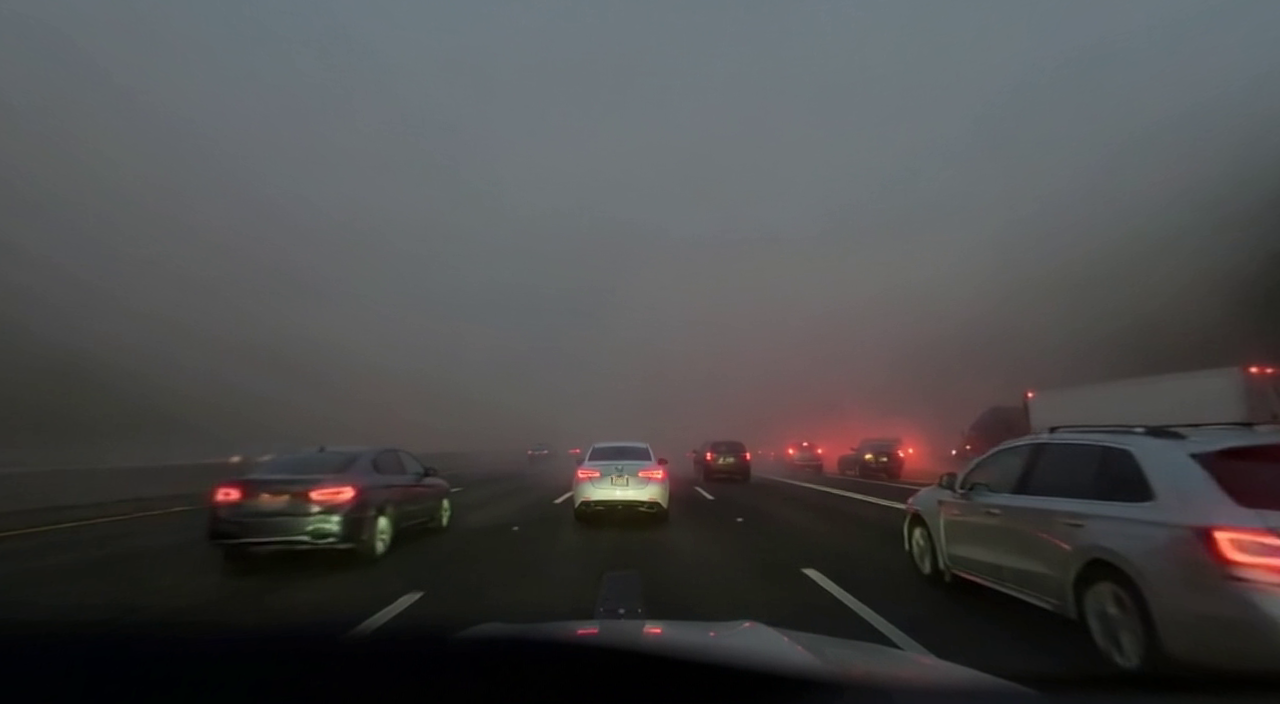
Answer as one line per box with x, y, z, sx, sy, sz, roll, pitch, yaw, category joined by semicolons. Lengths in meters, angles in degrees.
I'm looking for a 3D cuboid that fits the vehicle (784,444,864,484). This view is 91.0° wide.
7.419;4.543;25.868;1.942;1.482;4.250;0;-9;0;vehicle

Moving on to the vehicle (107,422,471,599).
-3.718;1.740;7.821;1.926;1.542;4.329;0;-9;1;vehicle

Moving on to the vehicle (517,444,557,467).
-7.353;7.439;45.331;2.010;1.557;4.449;0;-9;1;vehicle

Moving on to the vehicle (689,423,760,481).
3.637;4.479;28.236;2.440;2.313;5.266;0;-9;0;vehicle

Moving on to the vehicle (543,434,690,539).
-0.314;2.270;11.234;2.132;1.499;4.038;0;-9;1;vehicle

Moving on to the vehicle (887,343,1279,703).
3.589;1.099;4.384;2.053;1.666;4.106;0;-9;0;vehicle
